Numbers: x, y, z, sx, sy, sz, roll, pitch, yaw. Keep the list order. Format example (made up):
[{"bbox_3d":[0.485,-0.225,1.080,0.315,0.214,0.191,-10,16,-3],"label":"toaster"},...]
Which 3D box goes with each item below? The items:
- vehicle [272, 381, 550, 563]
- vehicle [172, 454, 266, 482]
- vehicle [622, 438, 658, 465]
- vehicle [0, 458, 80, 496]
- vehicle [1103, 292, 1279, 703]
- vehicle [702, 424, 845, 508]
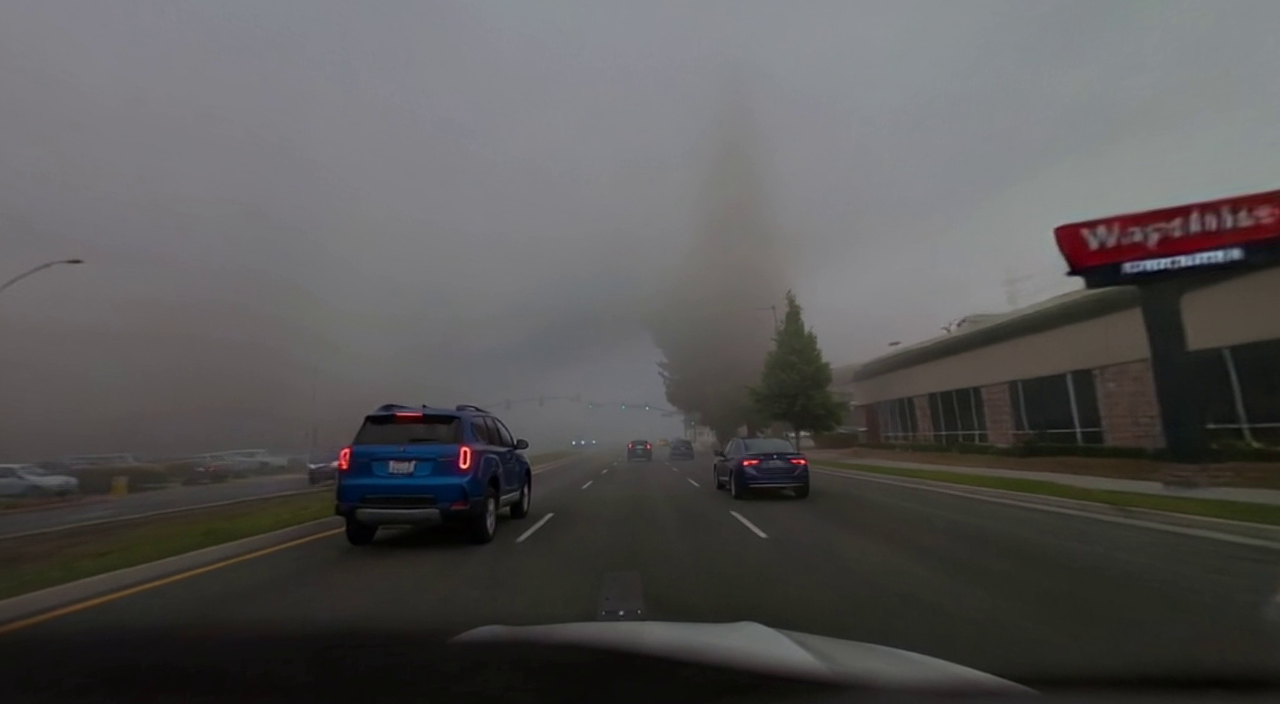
[{"bbox_3d":[-2.956,1.738,9.846,2.368,2.037,5.319,0,-8,0],"label":"vehicle"},{"bbox_3d":[-28.130,7.754,42.369,4.862,1.478,2.057,-4,-9,-2],"label":"vehicle"},{"bbox_3d":[-0.035,5.905,37.671,2.008,1.464,4.052,0,-8,-1],"label":"vehicle"},{"bbox_3d":[-28.882,5.732,29.030,4.441,1.625,1.916,-1,-8,3],"label":"vehicle"},{"bbox_3d":[2.823,0.456,0.167,2.018,1.719,4.369,0,-8,0],"label":"vehicle"},{"bbox_3d":[2.819,2.566,14.666,2.174,1.596,4.779,0,-8,-1],"label":"vehicle"}]
